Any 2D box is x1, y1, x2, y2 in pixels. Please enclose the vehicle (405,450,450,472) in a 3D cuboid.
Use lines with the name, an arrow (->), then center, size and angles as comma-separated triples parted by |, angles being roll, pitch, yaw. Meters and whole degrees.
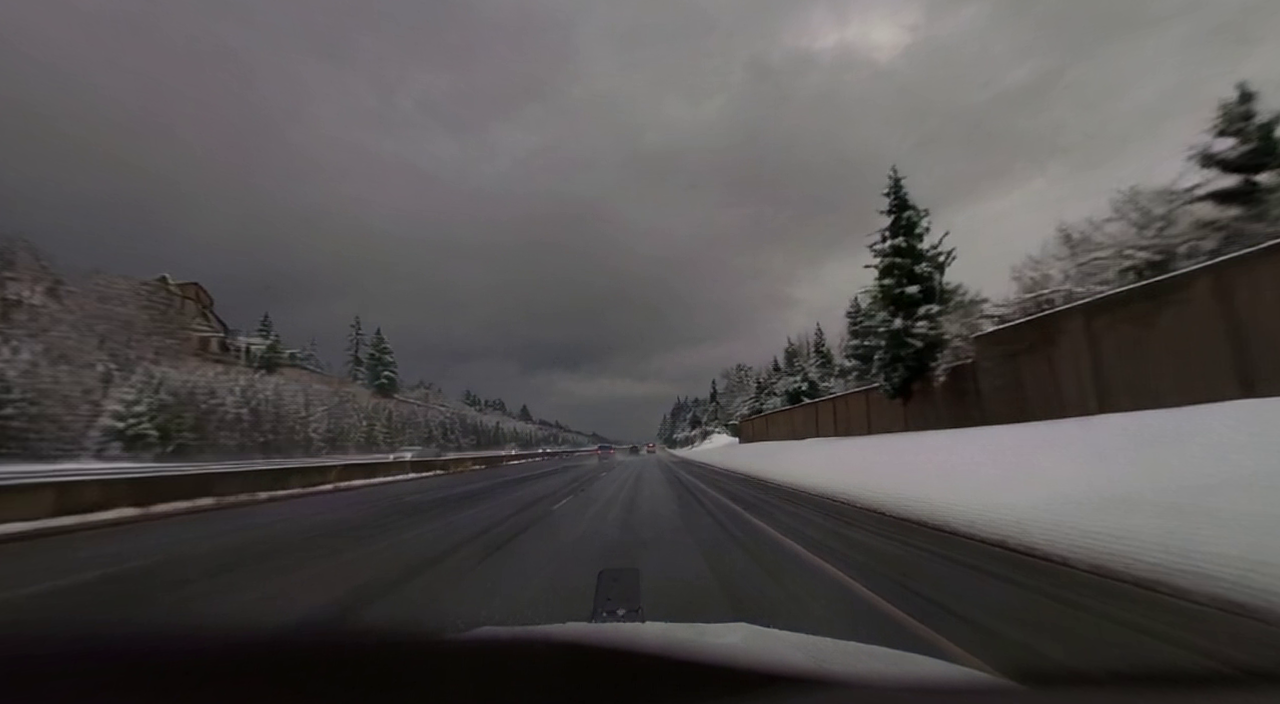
vehicle -> -14.835, 7.617, 44.288 | 1.789, 1.439, 3.665 | 0, -9, 1

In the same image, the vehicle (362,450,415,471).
vehicle -> -18.719, 8.090, 47.121 | 2.062, 1.470, 4.466 | 0, -9, 1
